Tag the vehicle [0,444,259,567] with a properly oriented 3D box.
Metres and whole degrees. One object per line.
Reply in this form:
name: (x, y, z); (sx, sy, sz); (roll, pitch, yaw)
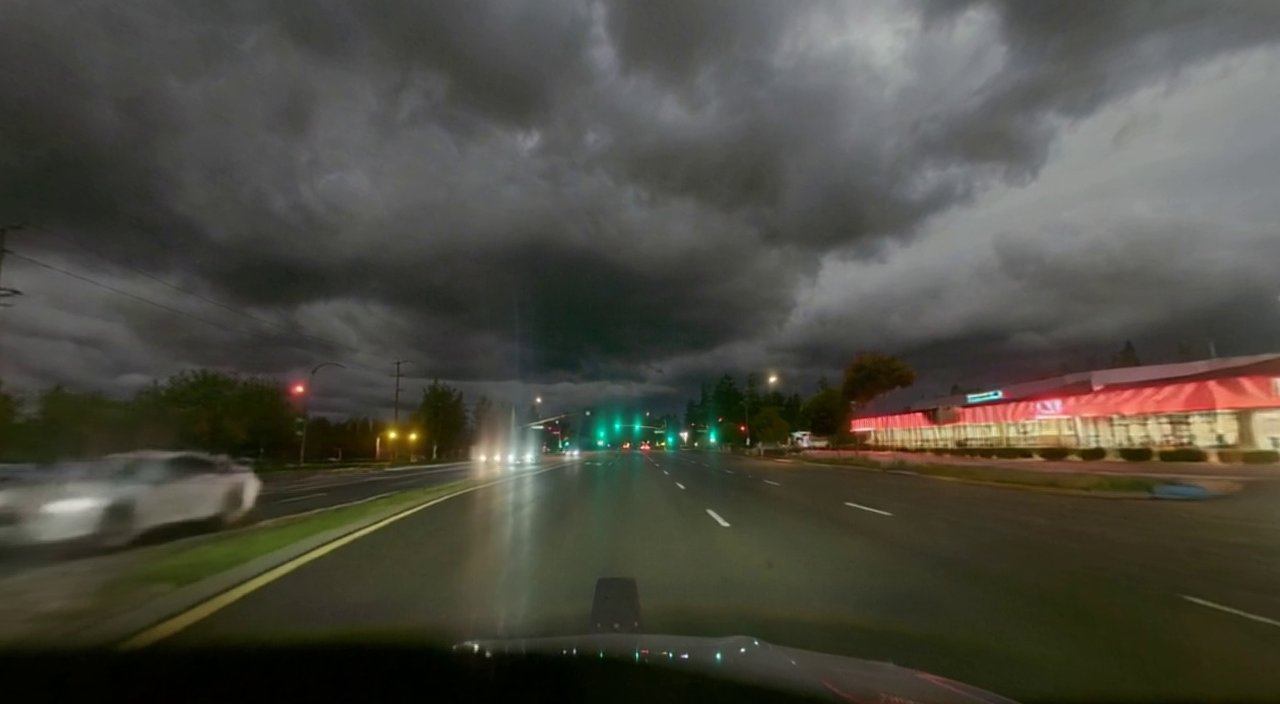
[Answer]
vehicle: (-8.588, 2.269, 10.232); (1.959, 1.505, 4.622); (0, -9, 0)
